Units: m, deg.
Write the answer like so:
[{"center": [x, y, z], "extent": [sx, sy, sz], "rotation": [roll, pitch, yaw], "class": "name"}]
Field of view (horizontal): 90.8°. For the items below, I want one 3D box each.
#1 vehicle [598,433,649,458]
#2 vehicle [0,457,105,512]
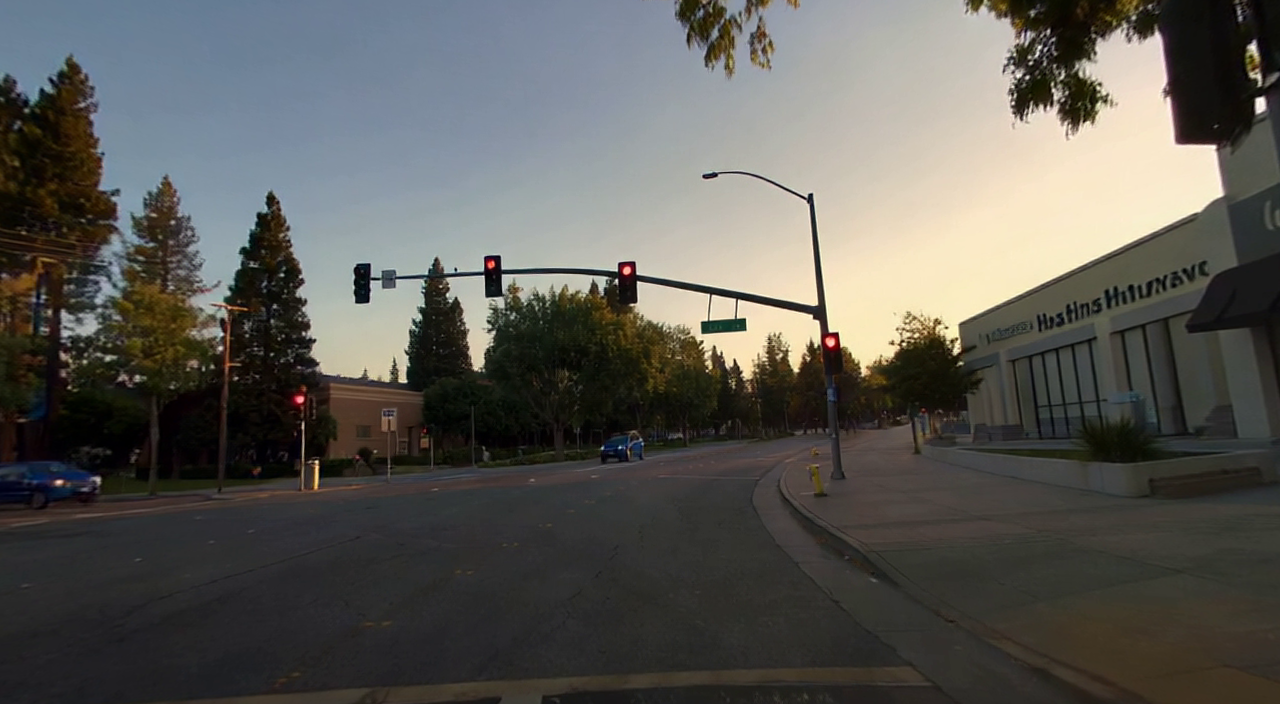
[{"center": [-1.187, 7.014, 47.303], "extent": [2.244, 1.792, 4.648], "rotation": [-3, -9, 20], "class": "vehicle"}, {"center": [-22.014, 4.719, 22.843], "extent": [4.715, 1.745, 2.026], "rotation": [-4, -9, 23], "class": "vehicle"}]
